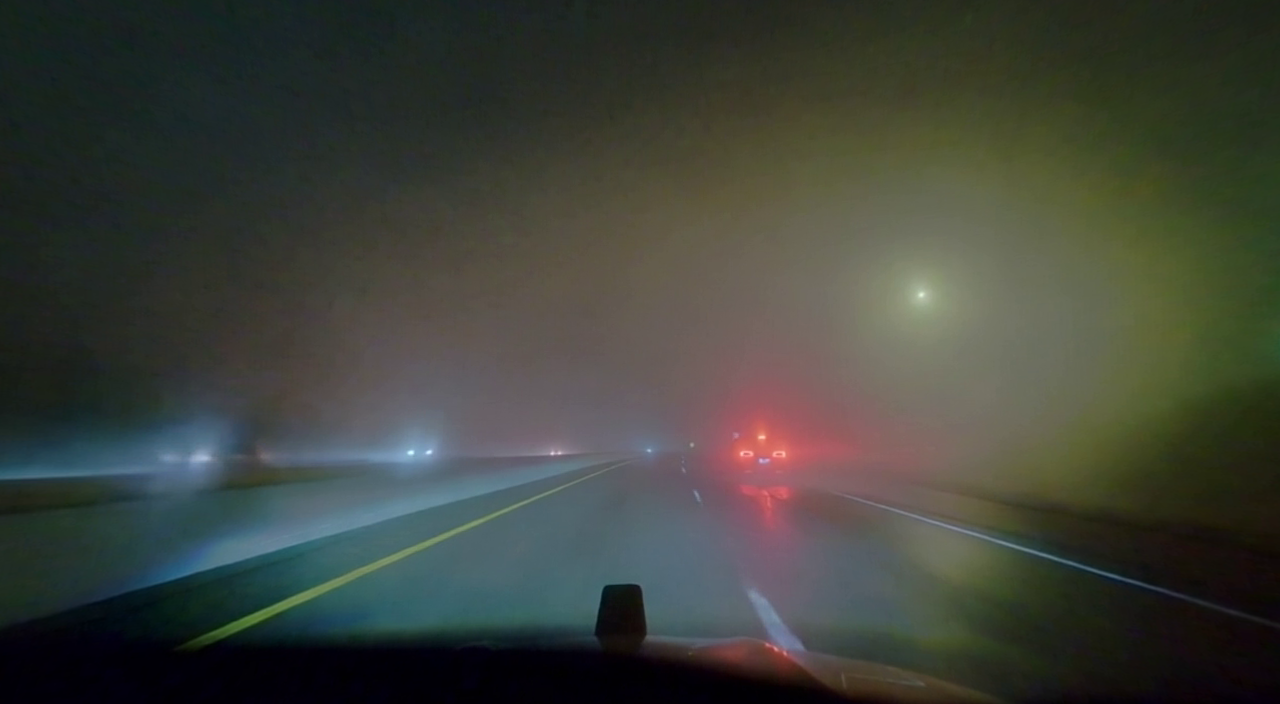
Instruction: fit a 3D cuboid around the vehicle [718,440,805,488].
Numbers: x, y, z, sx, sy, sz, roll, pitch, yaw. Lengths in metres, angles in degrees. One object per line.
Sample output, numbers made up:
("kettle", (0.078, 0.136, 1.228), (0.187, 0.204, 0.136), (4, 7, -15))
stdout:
("vehicle", (3.904, 3.671, 20.916), (2.124, 1.405, 4.398), (0, -8, 1))
